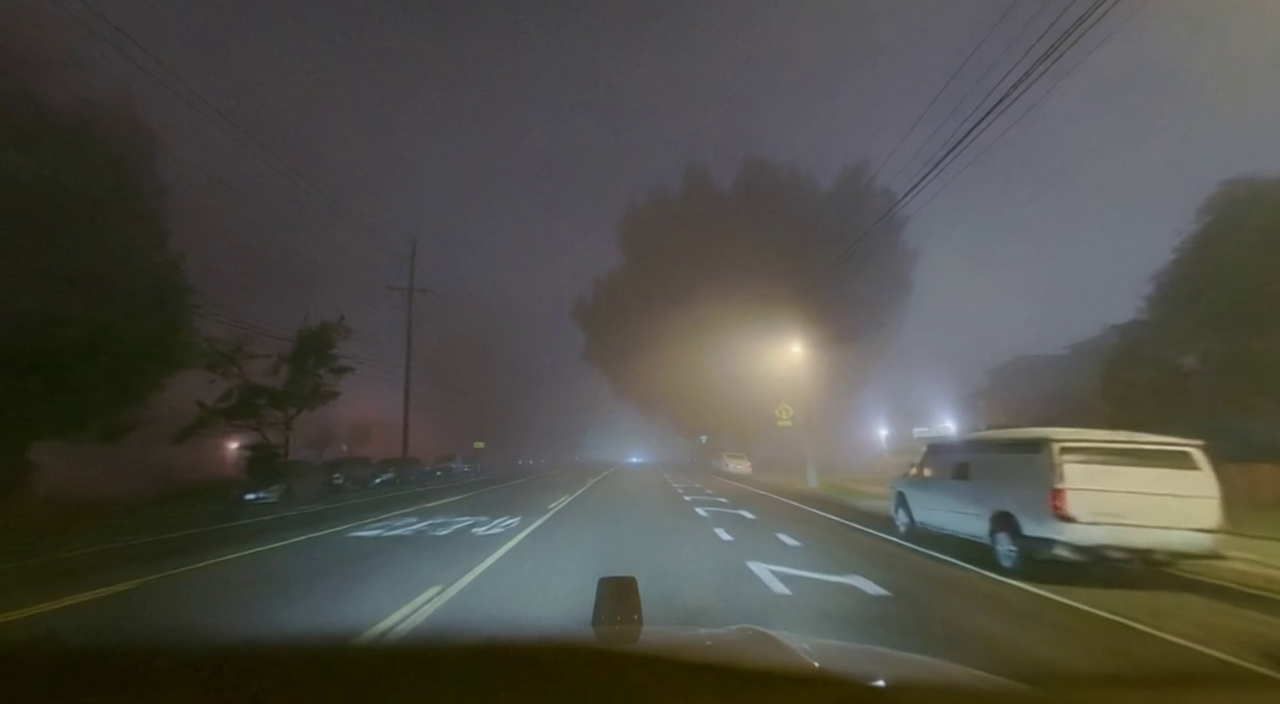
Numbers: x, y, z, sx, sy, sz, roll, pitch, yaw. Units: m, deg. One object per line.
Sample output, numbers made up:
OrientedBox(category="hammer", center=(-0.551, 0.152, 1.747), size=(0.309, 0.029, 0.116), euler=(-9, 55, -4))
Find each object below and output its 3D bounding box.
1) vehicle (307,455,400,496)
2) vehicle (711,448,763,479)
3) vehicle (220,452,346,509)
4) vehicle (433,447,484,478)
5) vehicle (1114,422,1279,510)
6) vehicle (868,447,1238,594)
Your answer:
OrientedBox(category="vehicle", center=(-12.214, 5.275, 27.192), size=(1.877, 1.474, 4.419), euler=(-2, -9, 1))
OrientedBox(category="vehicle", center=(4.976, 5.726, 32.723), size=(1.924, 1.471, 4.259), euler=(0, -9, -1))
OrientedBox(category="vehicle", center=(-12.357, 4.432, 22.173), size=(1.999, 1.650, 4.381), euler=(-3, -9, -2))
OrientedBox(category="vehicle", center=(-12.194, 7.458, 42.668), size=(2.116, 1.875, 4.675), euler=(-3, -9, 0))
OrientedBox(category="vehicle", center=(12.523, 2.282, 12.780), size=(4.110, 1.622, 1.985), euler=(0, -9, 0))
OrientedBox(category="vehicle", center=(5.043, 2.066, 8.708), size=(2.022, 1.464, 4.462), euler=(0, -9, -1))
